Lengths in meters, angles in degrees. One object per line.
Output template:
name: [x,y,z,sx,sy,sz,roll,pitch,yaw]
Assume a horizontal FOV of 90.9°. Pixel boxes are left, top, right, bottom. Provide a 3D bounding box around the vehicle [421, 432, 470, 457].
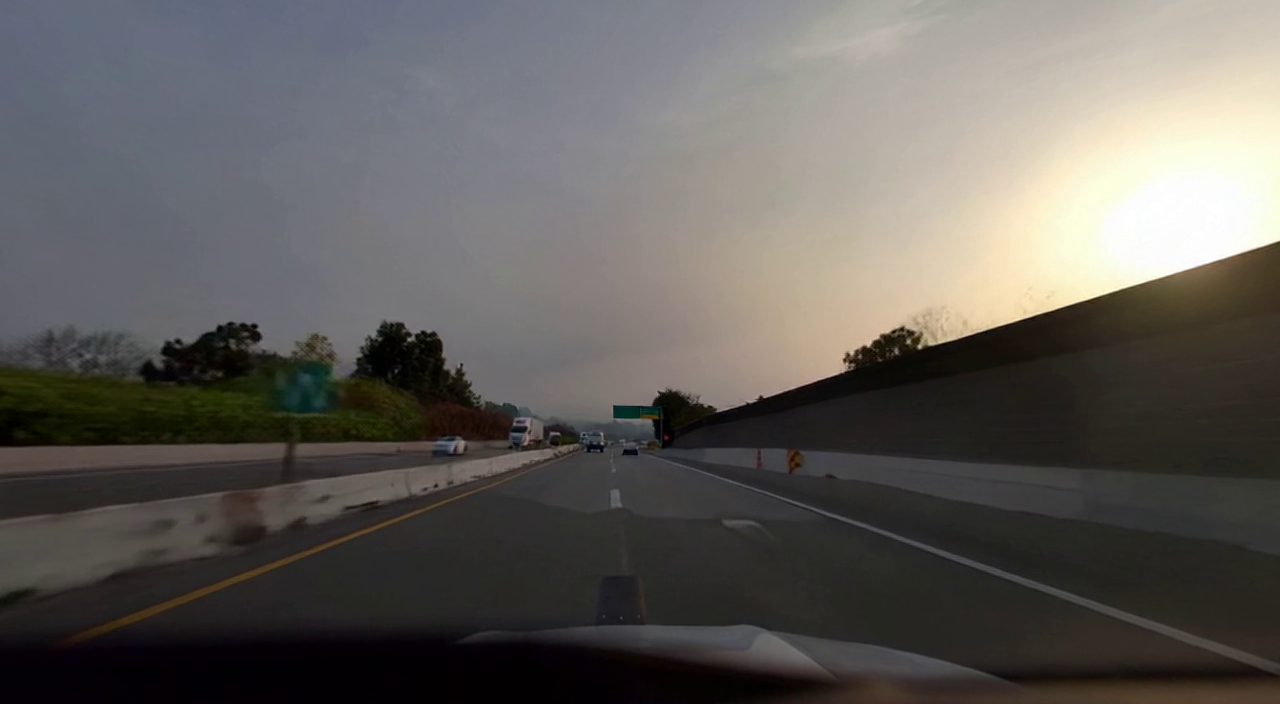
vehicle: [-13.319,6.362,43.435,1.984,1.639,4.528,0,-8,-1]
